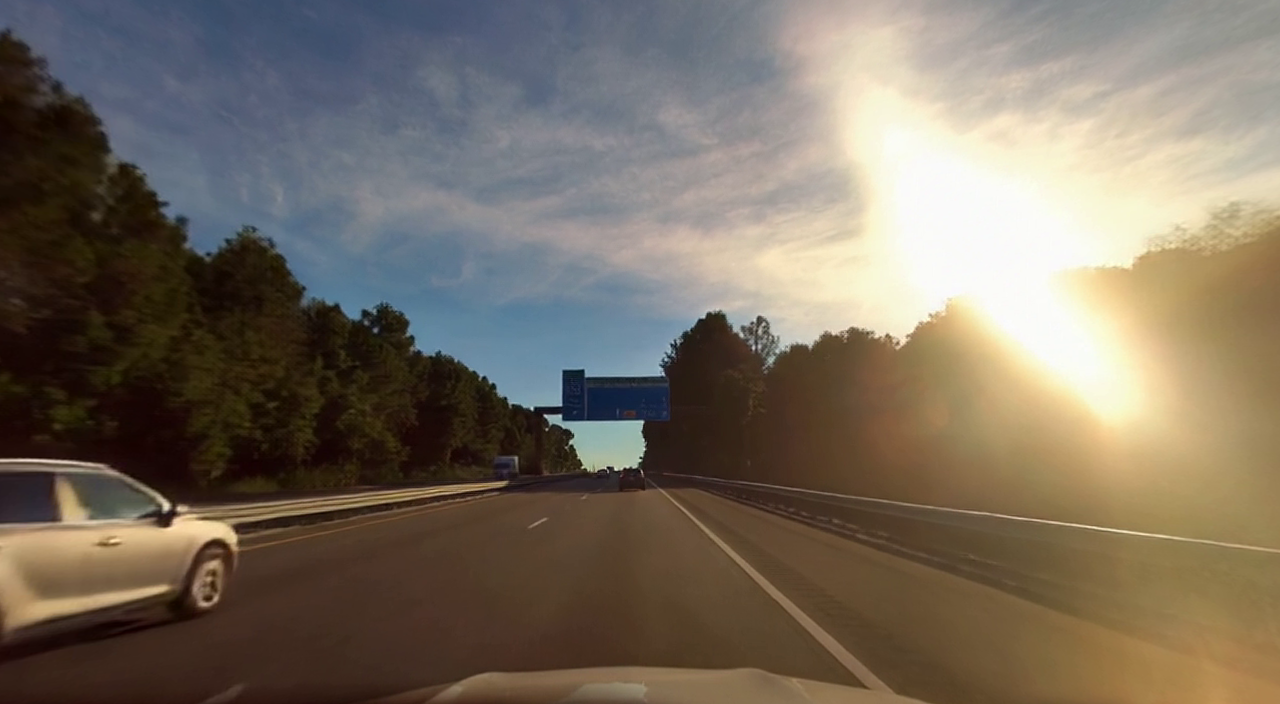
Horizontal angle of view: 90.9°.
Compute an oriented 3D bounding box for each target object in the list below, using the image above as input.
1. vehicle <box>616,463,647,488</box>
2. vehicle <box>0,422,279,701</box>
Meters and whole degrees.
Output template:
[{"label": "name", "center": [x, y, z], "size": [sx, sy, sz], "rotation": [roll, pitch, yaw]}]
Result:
[{"label": "vehicle", "center": [-0.617, 8.869, 45.245], "size": [2.107, 1.668, 4.554], "rotation": [1, -11, 0]}, {"label": "vehicle", "center": [-4.436, 1.170, 3.689], "size": [2.003, 1.479, 4.363], "rotation": [1, -11, 0]}]
